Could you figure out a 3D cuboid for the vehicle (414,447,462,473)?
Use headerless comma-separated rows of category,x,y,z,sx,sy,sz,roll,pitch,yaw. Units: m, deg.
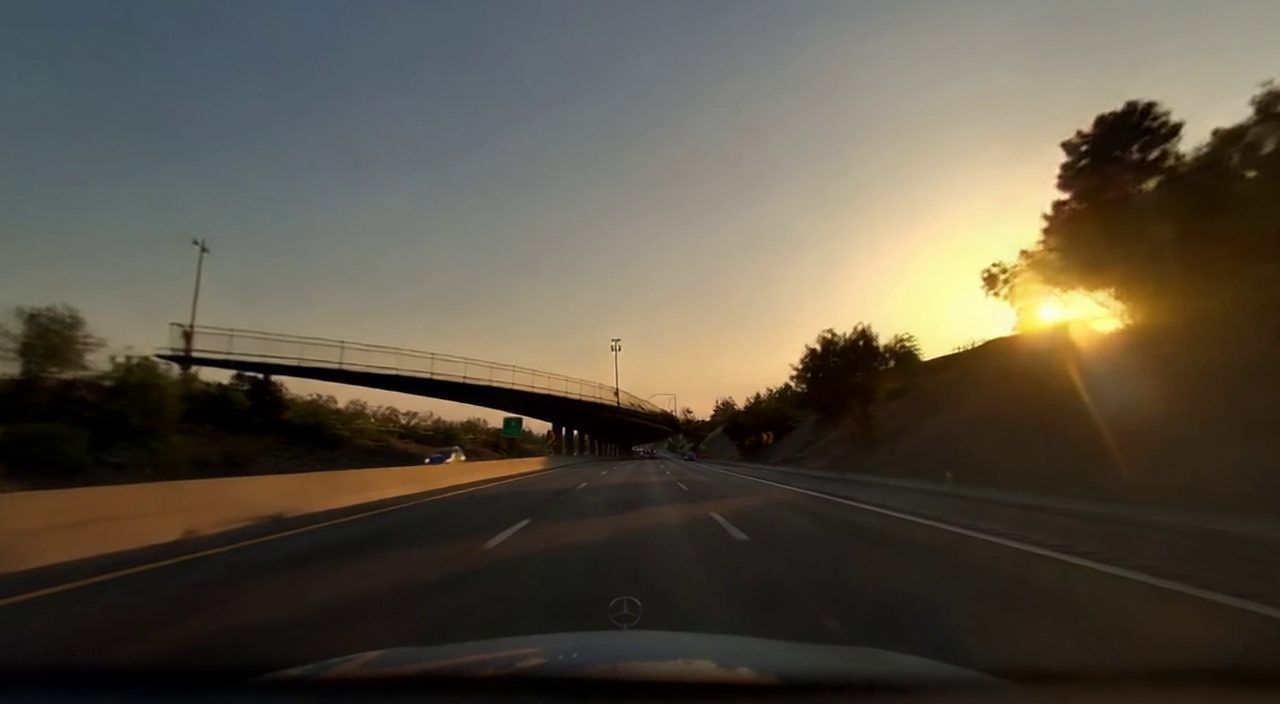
vehicle,-15.477,8.297,48.561,2.051,1.861,4.741,0,-9,1
